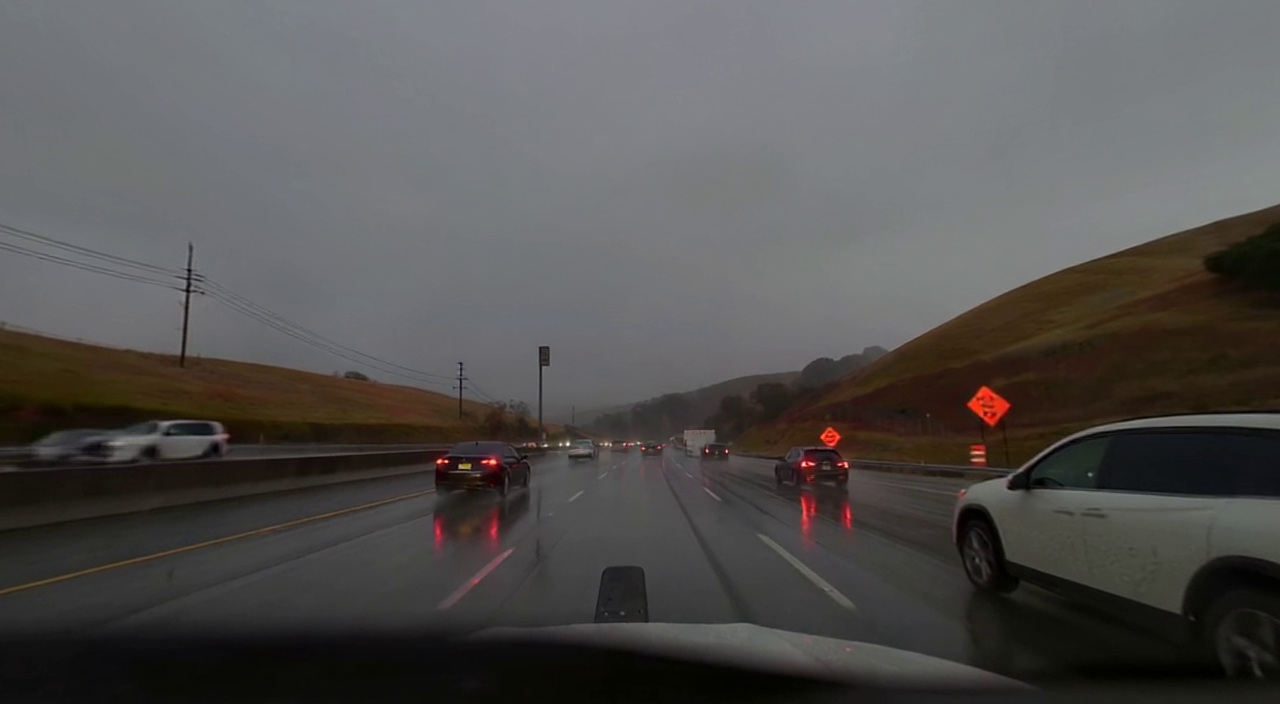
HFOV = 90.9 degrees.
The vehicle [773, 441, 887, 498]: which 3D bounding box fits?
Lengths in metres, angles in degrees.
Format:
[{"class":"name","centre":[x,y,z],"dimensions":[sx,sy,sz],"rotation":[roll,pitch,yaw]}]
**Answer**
[{"class":"vehicle","centre":[5.457,3.405,18.713],"dimensions":[1.867,1.465,4.093],"rotation":[0,-8,-3]}]

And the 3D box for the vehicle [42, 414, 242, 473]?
[{"class":"vehicle","centre":[-15.203,2.872,19.752],"dimensions":[2.257,1.591,4.861],"rotation":[0,-8,1]}]

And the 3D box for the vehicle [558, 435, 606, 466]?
[{"class":"vehicle","centre":[-3.294,5.721,36.727],"dimensions":[2.234,1.675,4.527],"rotation":[0,-8,1]}]

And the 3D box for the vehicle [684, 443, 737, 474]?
[{"class":"vehicle","centre":[3.480,5.370,32.118],"dimensions":[2.177,1.453,4.205],"rotation":[0,-8,-1]}]

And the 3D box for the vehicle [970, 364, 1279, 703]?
[{"class":"vehicle","centre":[3.836,0.925,2.992],"dimensions":[2.018,1.670,4.658],"rotation":[0,-8,0]}]

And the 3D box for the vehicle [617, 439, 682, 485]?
[{"class":"vehicle","centre":[0.308,3.948,23.027],"dimensions":[2.138,1.473,4.392],"rotation":[0,-8,0]}]

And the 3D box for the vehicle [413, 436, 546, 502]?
[{"class":"vehicle","centre":[-3.855,2.899,16.050],"dimensions":[2.232,1.438,4.163],"rotation":[0,-8,1]}]

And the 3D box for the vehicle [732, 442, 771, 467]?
[{"class":"vehicle","centre":[8.163,7.550,46.650],"dimensions":[2.042,1.684,4.609],"rotation":[0,-8,0]}]
